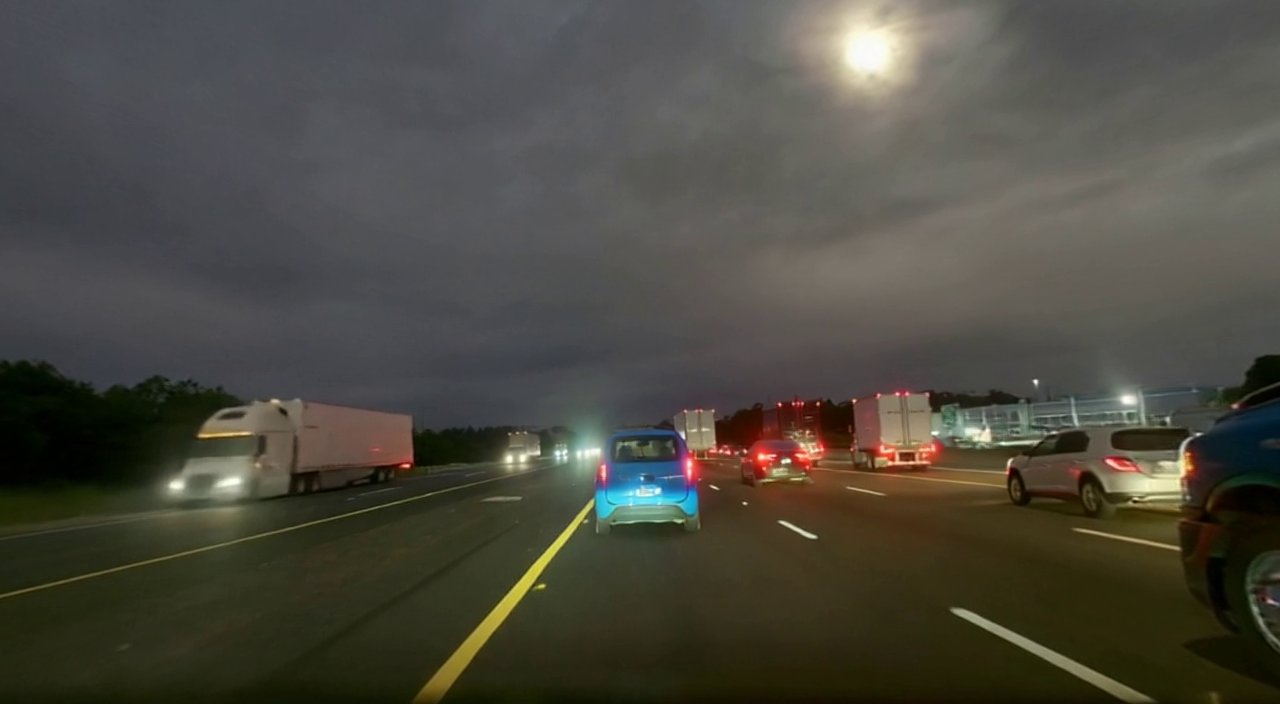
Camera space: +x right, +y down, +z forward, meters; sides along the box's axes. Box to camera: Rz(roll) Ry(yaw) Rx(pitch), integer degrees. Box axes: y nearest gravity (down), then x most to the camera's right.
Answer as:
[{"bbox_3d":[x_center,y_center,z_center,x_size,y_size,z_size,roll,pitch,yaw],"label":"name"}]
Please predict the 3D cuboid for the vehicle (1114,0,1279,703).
[{"bbox_3d":[4.219,-0.361,0.368,2.987,3.877,5.881,0,-9,0],"label":"vehicle"}]

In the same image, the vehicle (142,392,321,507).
[{"bbox_3d":[-15.967,3.896,25.208,2.984,4.020,5.983,0,-9,0],"label":"vehicle"}]

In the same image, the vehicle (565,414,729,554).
[{"bbox_3d":[0.102,1.860,9.331,1.965,1.664,3.428,-1,-9,1],"label":"vehicle"}]

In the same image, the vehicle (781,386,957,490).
[{"bbox_3d":[8.257,3.457,24.679,2.799,3.188,10.578,0,-9,-1],"label":"vehicle"}]

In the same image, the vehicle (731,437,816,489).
[{"bbox_3d":[4.207,3.565,20.358,1.859,1.512,3.711,0,-9,-1],"label":"vehicle"}]

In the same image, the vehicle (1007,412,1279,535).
[{"bbox_3d":[8.604,1.989,10.789,1.913,1.652,4.384,-1,-9,1],"label":"vehicle"}]
